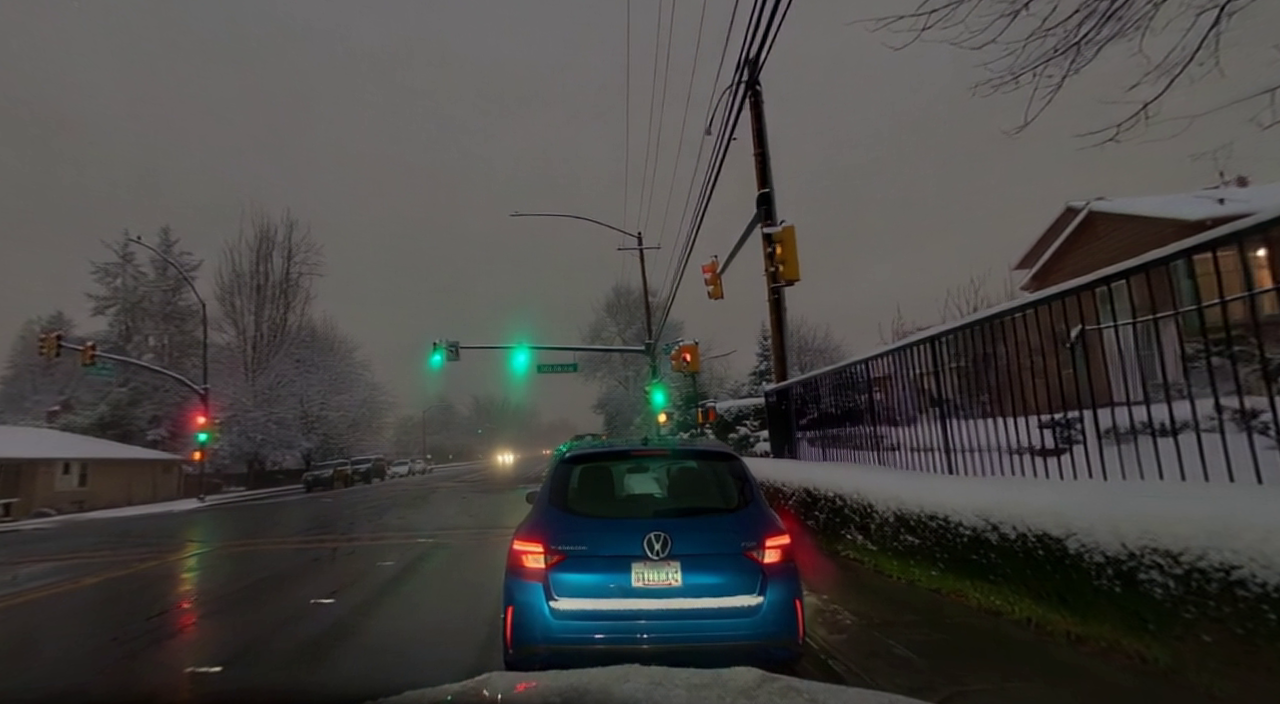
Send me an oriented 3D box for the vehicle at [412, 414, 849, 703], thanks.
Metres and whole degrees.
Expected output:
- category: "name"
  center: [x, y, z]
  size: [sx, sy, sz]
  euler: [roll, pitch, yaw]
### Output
- category: "vehicle"
  center: [-0.197, 1.322, 4.822]
  size: [2.024, 1.502, 3.702]
  euler: [1, -8, -6]
